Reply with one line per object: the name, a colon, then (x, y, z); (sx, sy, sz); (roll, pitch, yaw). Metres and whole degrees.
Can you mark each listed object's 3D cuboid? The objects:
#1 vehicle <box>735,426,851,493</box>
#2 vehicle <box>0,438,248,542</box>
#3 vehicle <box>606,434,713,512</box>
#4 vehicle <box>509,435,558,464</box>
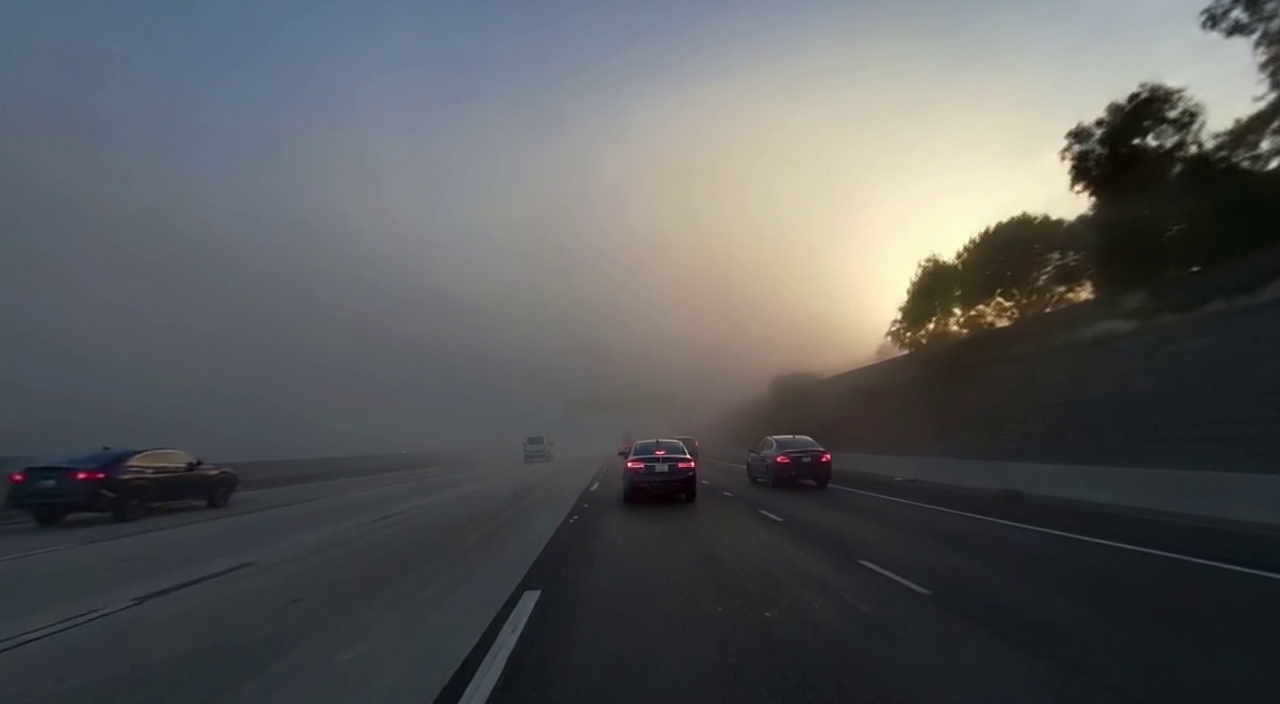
vehicle: (4.331, 3.119, 18.640); (2.100, 1.707, 4.342); (0, -8, -3)
vehicle: (-9.950, 2.427, 11.877); (2.019, 1.510, 4.992); (0, -8, -1)
vehicle: (0.254, 2.632, 14.216); (2.042, 1.446, 4.269); (0, -8, -3)
vehicle: (-7.490, 6.918, 44.977); (2.486, 1.856, 6.310); (0, -8, -1)
